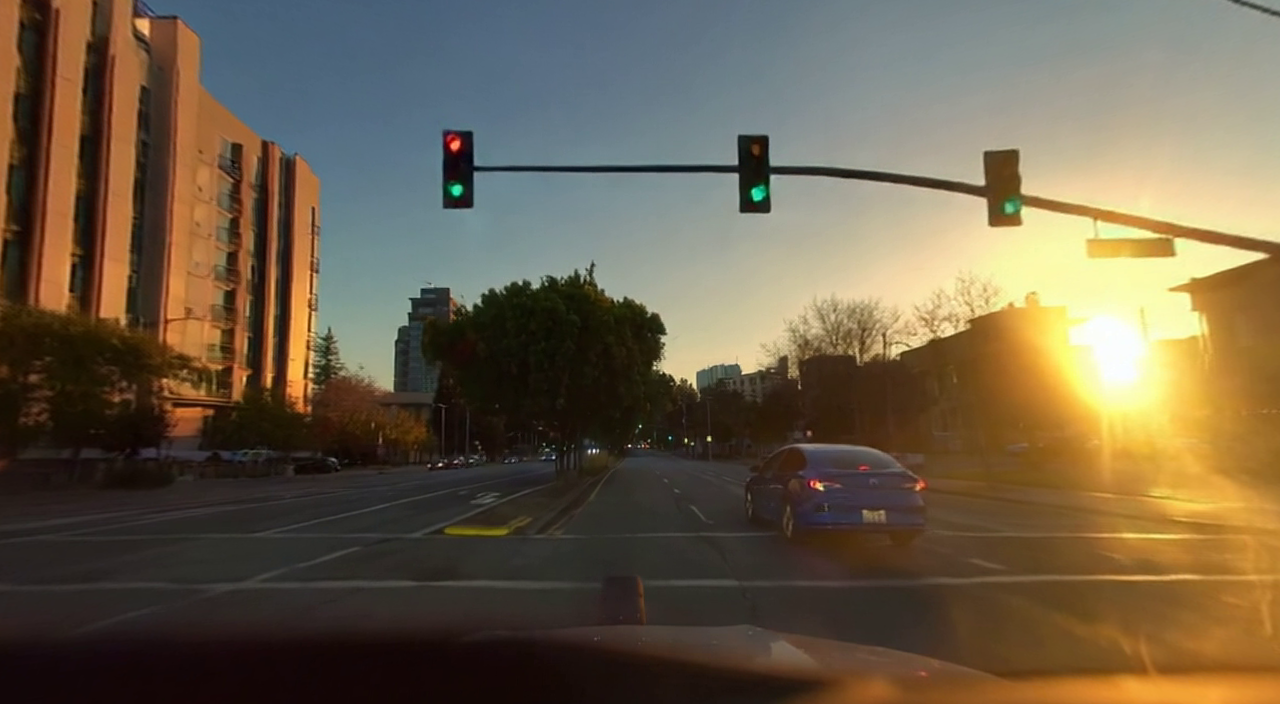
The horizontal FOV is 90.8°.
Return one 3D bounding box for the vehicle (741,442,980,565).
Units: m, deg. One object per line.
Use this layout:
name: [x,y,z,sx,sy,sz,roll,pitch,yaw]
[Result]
vehicle: [3.041,2.180,9.995,2.015,1.455,4.615,0,-9,-2]
